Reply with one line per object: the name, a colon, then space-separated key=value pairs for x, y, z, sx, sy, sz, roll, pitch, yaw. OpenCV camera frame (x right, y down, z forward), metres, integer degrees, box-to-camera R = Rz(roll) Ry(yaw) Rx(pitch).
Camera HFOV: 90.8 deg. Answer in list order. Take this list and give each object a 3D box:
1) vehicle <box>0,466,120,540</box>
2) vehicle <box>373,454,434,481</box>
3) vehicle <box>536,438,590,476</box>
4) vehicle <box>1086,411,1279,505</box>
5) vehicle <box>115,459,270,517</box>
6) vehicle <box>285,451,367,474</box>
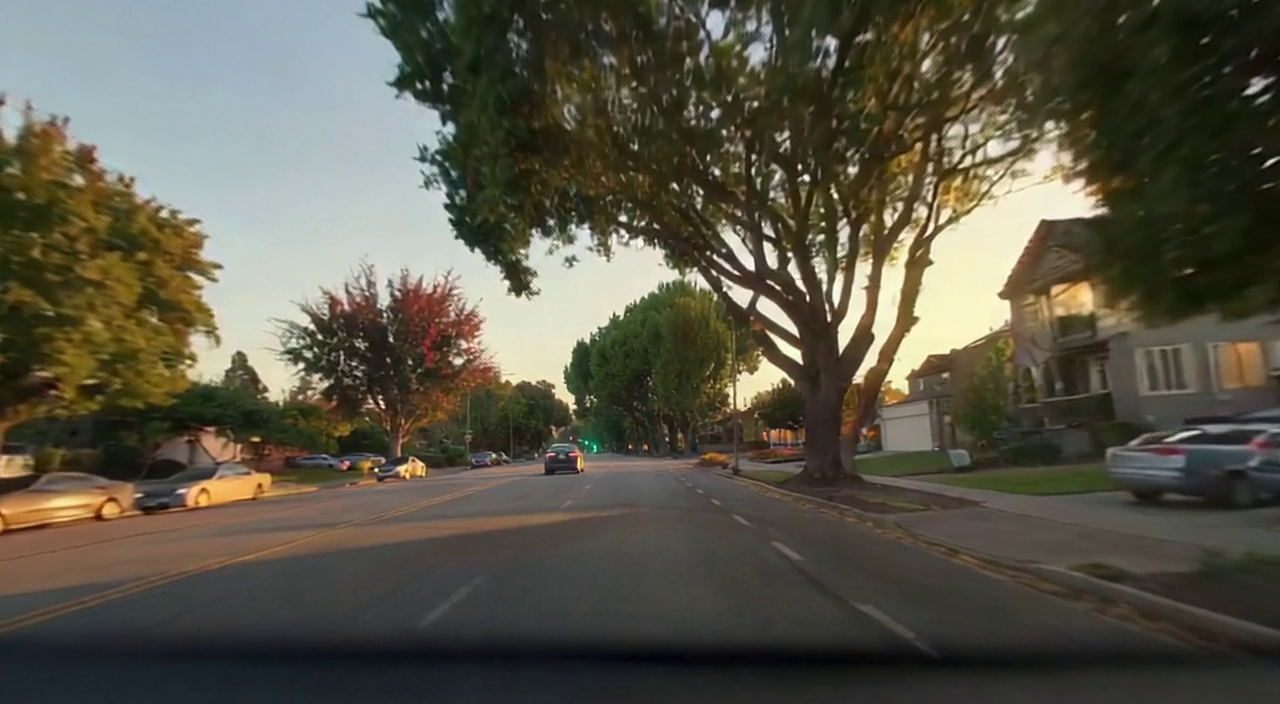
vehicle: x=-14.152 y=3.294 z=13.759 sx=1.856 sy=1.477 sz=4.574 roll=-2 pitch=-10 yaw=-2
vehicle: x=-14.212 y=6.946 z=38.286 sx=1.900 sy=1.494 sz=4.730 roll=0 pitch=-8 yaw=0
vehicle: x=-3.677 y=5.131 z=31.037 sx=2.135 sy=1.731 sz=4.232 roll=0 pitch=-9 yaw=0
vehicle: x=10.594 y=1.798 z=10.832 sx=4.463 sy=1.440 sz=1.884 roll=0 pitch=-8 yaw=-2
vehicle: x=-13.944 y=4.220 z=20.037 sx=1.884 sy=1.509 sz=4.110 roll=0 pitch=-8 yaw=0
vehicle: x=-21.573 y=7.578 z=43.428 sx=4.669 sy=1.464 sz=1.879 roll=-1 pitch=-9 yaw=5
